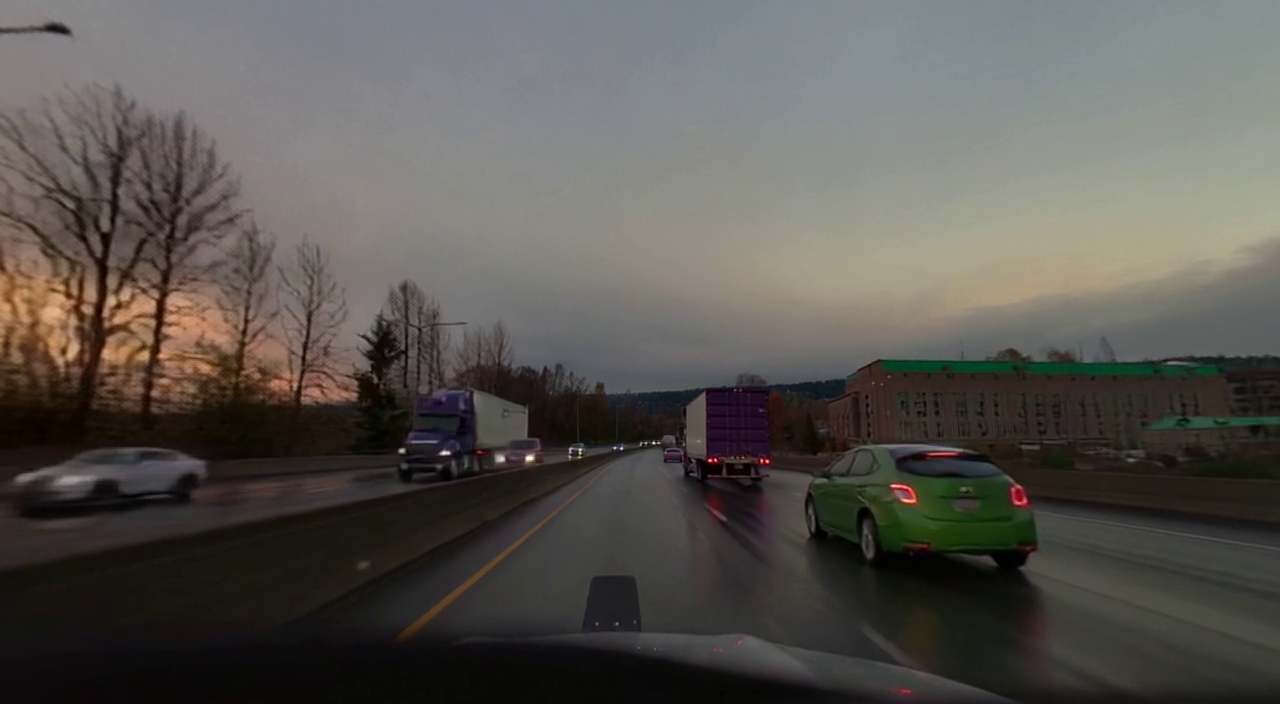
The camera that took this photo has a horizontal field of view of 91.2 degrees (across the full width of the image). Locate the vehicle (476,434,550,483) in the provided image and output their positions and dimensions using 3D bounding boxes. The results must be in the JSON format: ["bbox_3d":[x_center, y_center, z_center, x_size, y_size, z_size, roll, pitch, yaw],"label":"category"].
[{"bbox_3d":[-5.154,4.406,26.173,2.038,1.801,4.594,-1,-9,1],"label":"vehicle"}]

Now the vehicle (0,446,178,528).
[{"bbox_3d":[-12.391,2.798,13.542,1.784,1.484,3.809,-1,-9,1],"label":"vehicle"}]

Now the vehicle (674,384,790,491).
[{"bbox_3d":[3.444,3.928,28.127,2.916,3.563,14.462,0,-9,0],"label":"vehicle"}]

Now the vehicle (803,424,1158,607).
[{"bbox_3d":[3.484,1.718,7.446,1.971,1.558,3.834,0,-9,-1],"label":"vehicle"}]

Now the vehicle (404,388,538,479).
[{"bbox_3d":[-8.885,4.857,36.134,2.954,4.061,15.604,-1,-9,2],"label":"vehicle"}]
